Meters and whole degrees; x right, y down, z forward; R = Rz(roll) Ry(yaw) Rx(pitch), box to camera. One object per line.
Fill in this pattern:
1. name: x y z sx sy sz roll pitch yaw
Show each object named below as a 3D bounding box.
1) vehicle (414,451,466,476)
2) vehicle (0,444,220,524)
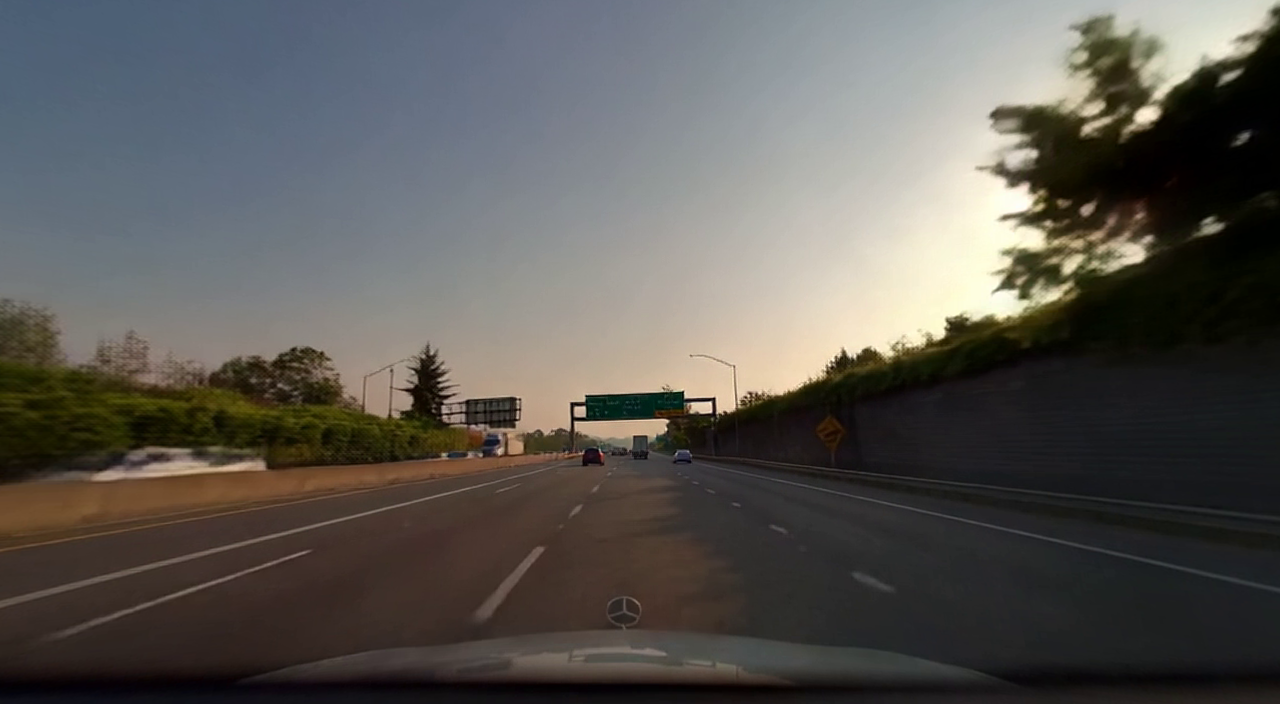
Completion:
1. vehicle: -12.245 6.828 38.888 1.781 1.426 4.265 0 -9 1
2. vehicle: -12.063 2.874 14.363 2.010 1.524 4.377 0 -9 0
